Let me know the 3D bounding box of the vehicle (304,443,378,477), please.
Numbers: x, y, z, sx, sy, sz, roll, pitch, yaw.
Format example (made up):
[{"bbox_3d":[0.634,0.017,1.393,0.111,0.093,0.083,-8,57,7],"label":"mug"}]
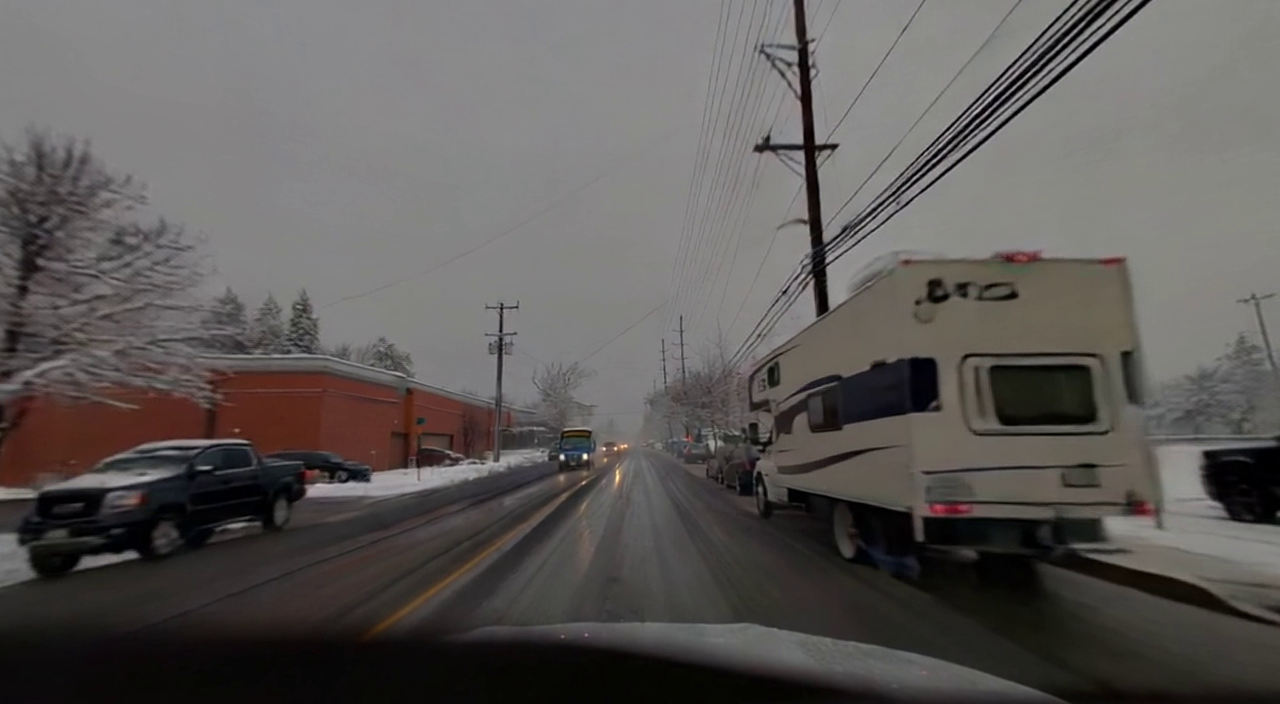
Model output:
[{"bbox_3d":[-15.241,5.507,32.413,1.925,1.592,3.814,0,-9,-1],"label":"vehicle"}]

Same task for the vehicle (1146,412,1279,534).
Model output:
[{"bbox_3d":[9.839,1.652,8.743,2.039,1.662,4.304,-2,-9,0],"label":"vehicle"}]

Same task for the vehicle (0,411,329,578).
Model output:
[{"bbox_3d":[-7.872,2.319,11.096,2.177,2.075,5.427,-4,-9,-1],"label":"vehicle"}]

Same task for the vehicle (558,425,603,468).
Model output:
[{"bbox_3d":[-3.734,6.120,40.992,2.280,2.522,6.402,0,-9,0],"label":"vehicle"}]

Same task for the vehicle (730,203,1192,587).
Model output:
[{"bbox_3d":[3.836,1.055,10.497,3.029,3.860,7.726,-5,-11,-2],"label":"vehicle"}]

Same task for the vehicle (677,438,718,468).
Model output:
[{"bbox_3d":[3.806,6.763,42.414,2.112,1.848,4.913,0,-9,-2],"label":"vehicle"}]
